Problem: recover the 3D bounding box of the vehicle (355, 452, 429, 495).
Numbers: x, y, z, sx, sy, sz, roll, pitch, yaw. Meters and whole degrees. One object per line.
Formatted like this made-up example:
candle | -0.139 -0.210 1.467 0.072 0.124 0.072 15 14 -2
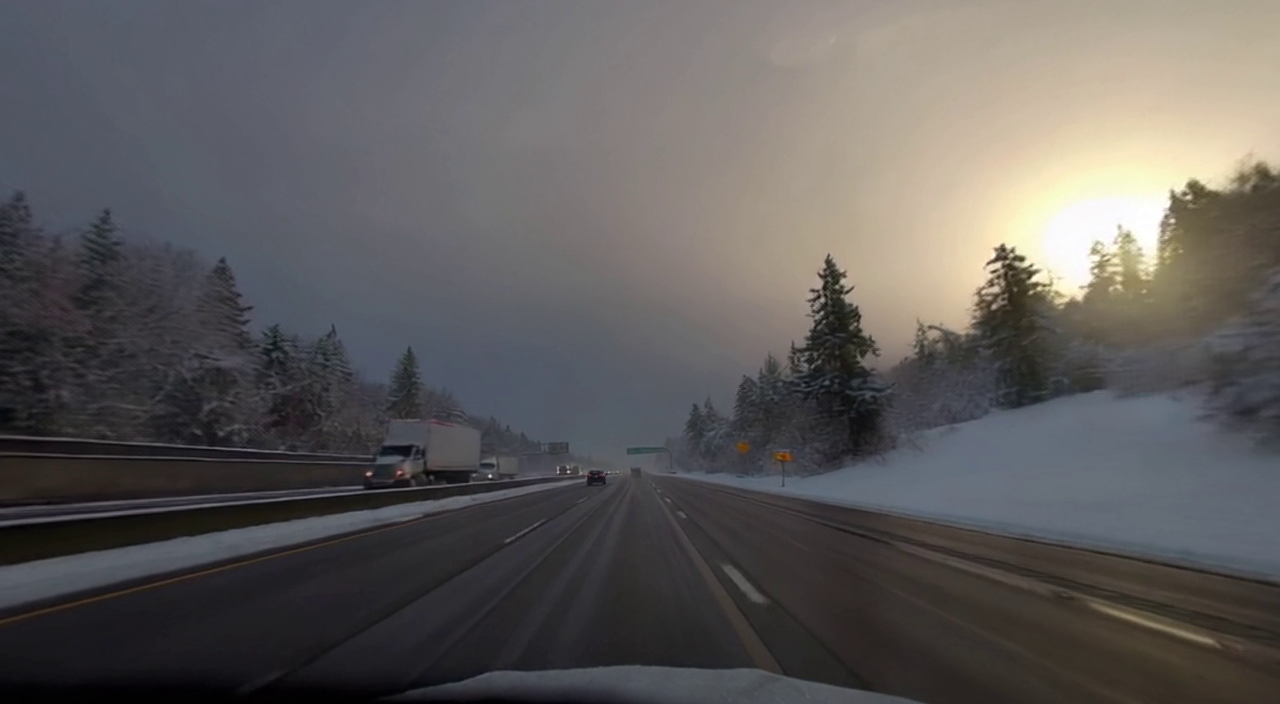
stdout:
vehicle | -17.285 8.511 44.454 2.485 2.734 6.652 1 -10 -1
